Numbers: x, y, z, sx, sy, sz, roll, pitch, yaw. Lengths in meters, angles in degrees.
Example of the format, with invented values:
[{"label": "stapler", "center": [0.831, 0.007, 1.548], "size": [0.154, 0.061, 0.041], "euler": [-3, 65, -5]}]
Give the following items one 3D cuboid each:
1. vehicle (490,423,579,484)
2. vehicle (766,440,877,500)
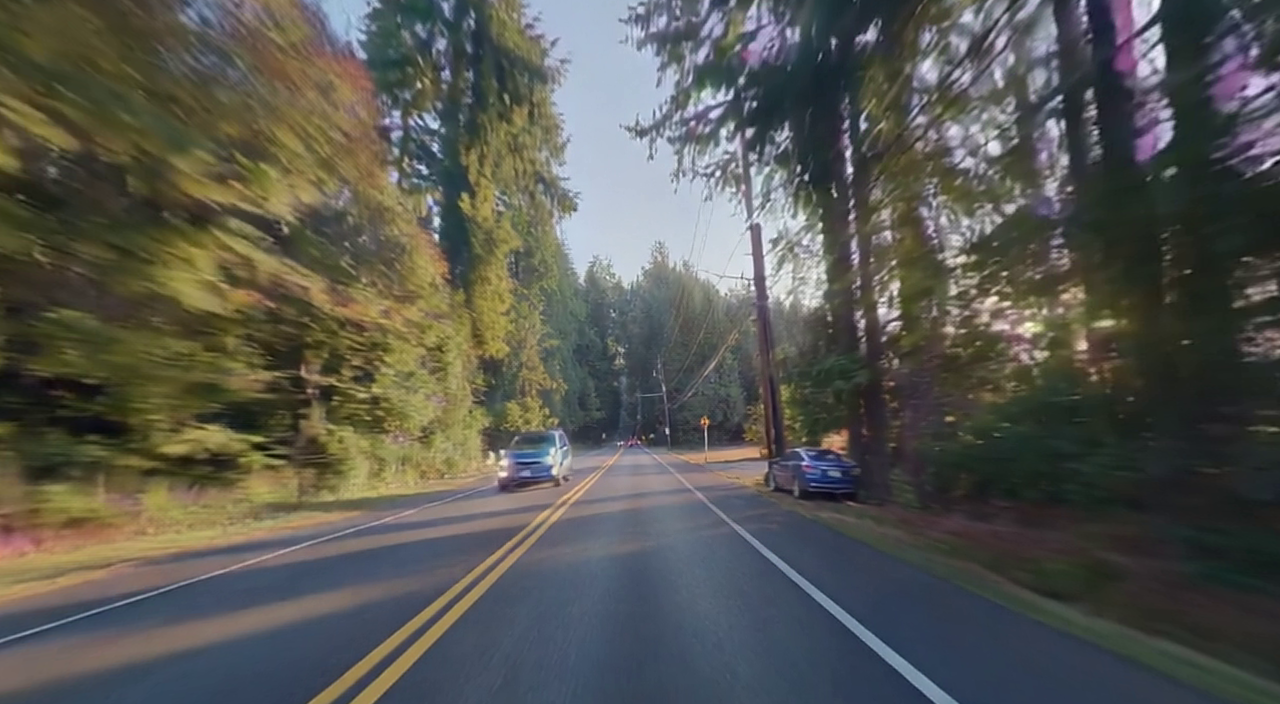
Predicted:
[{"label": "vehicle", "center": [-3.220, 3.214, 20.209], "size": [2.023, 1.722, 4.372], "euler": [0, -8, 1]}, {"label": "vehicle", "center": [5.021, 3.286, 18.131], "size": [1.905, 1.482, 4.240], "euler": [0, -8, 0]}]
